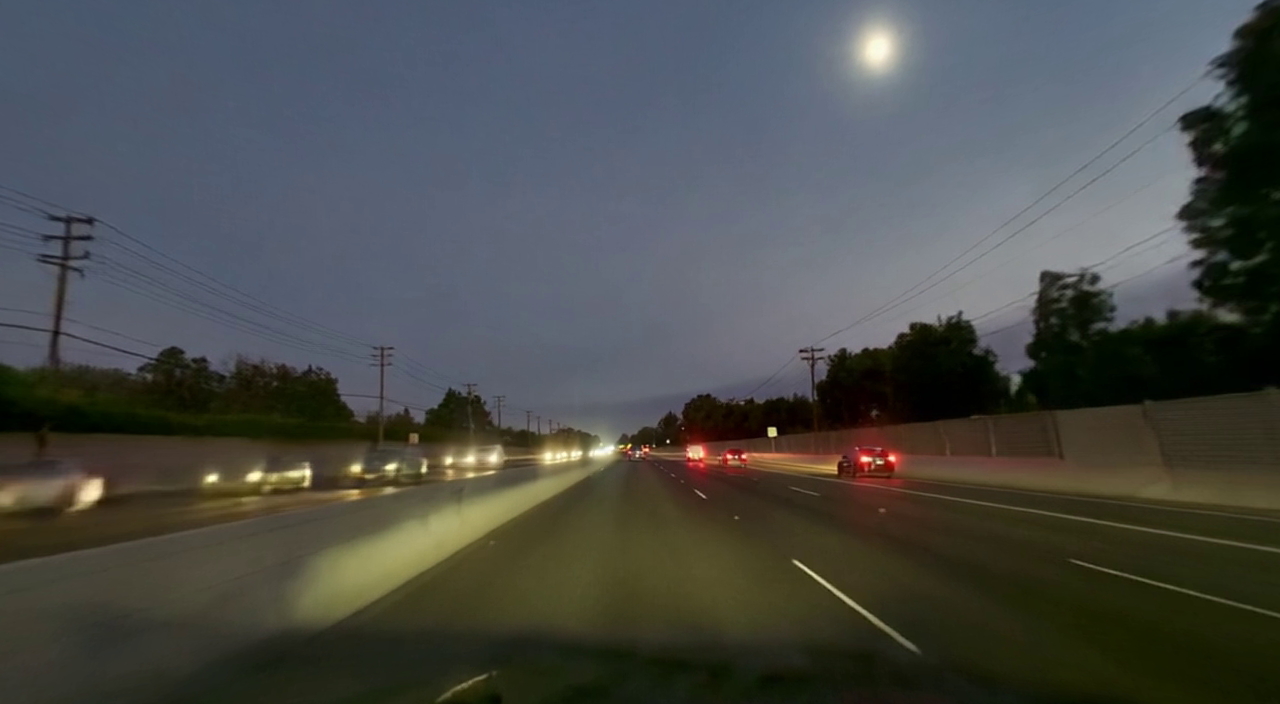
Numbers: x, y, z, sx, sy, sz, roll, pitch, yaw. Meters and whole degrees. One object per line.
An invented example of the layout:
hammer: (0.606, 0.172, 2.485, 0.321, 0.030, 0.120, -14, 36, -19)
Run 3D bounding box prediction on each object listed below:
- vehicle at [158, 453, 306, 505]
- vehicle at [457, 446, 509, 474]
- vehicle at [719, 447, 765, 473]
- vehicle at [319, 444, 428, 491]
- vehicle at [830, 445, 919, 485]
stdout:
vehicle: (-13.303, 4.136, 21.009, 1.999, 1.460, 4.390, 0, -9, 0)
vehicle: (-10.035, 6.896, 40.621, 2.170, 1.635, 4.356, 0, -9, 1)
vehicle: (6.352, 6.805, 39.995, 2.069, 1.520, 4.614, 0, -9, -1)
vehicle: (-10.061, 4.368, 24.288, 2.225, 1.643, 4.403, 0, -9, 1)
vehicle: (9.725, 4.712, 26.654, 1.969, 1.506, 4.422, 0, -9, -1)
